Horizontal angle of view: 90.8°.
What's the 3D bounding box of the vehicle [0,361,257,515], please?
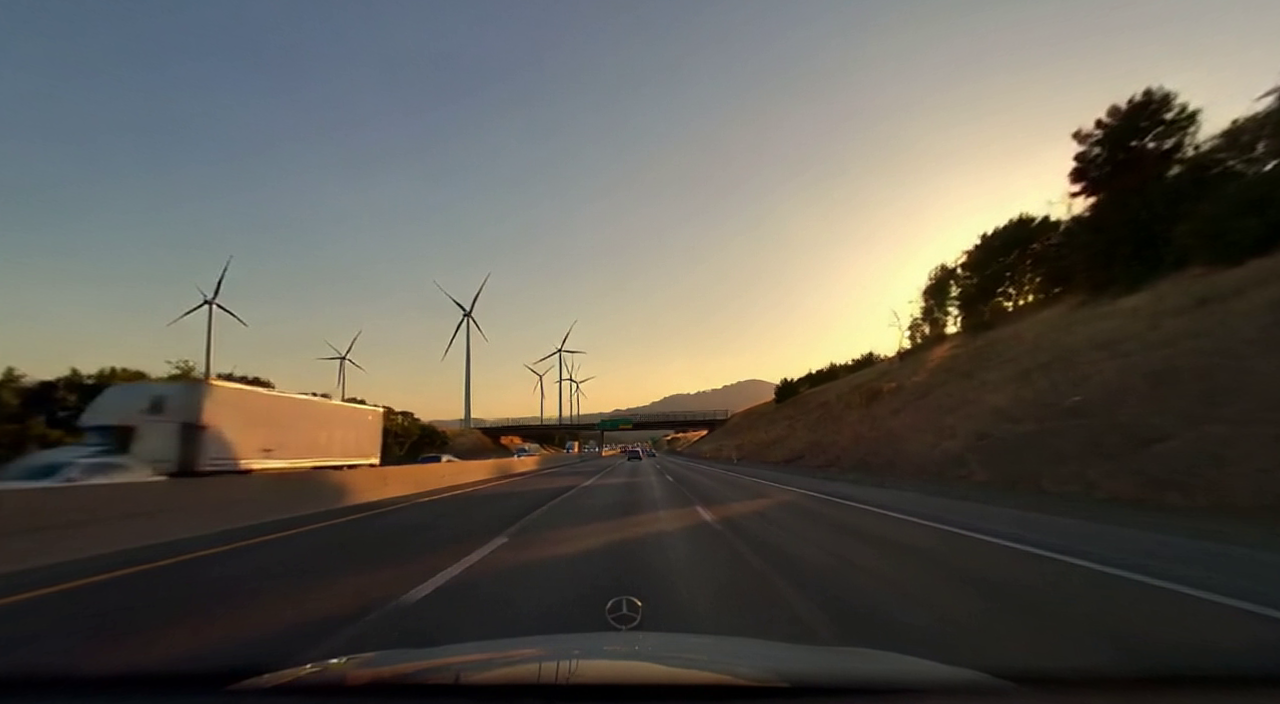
[{"bbox_3d":[-15.561,2.712,19.773,3.154,4.039,6.070,0,-9,-1],"label":"vehicle"}]
